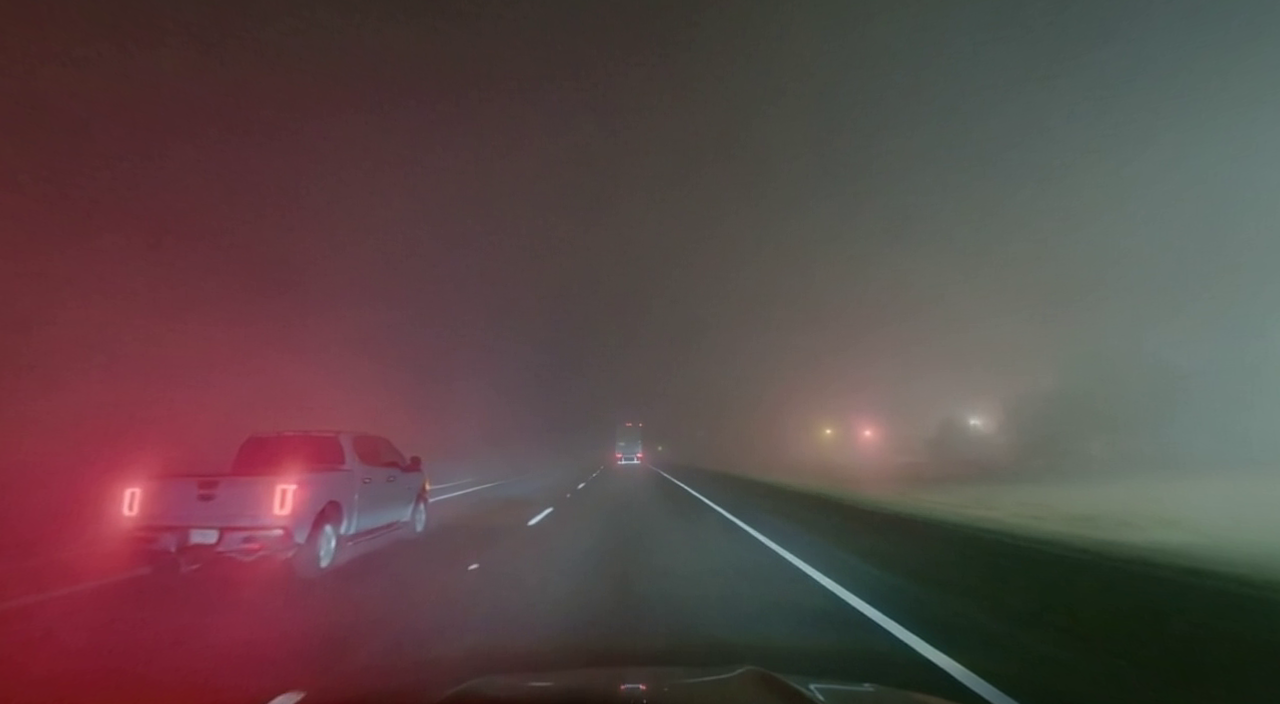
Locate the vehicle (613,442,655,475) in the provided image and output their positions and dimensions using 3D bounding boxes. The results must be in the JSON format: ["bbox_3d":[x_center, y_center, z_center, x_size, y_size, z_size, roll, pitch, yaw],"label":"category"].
[{"bbox_3d":[-0.390,6.030,35.565,2.230,1.715,4.243,0,-9,-1],"label":"vehicle"}]

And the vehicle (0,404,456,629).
[{"bbox_3d":[-3.868,1.589,7.095,2.181,1.653,4.691,0,-9,-1],"label":"vehicle"}]
